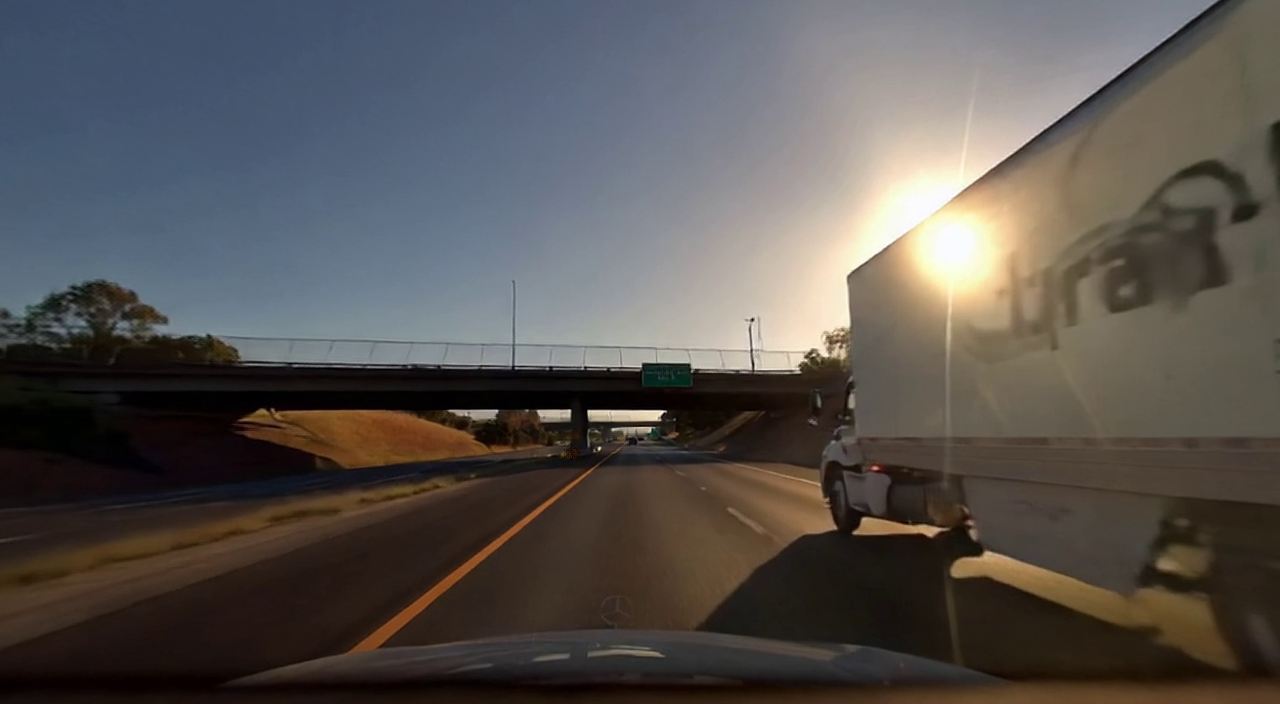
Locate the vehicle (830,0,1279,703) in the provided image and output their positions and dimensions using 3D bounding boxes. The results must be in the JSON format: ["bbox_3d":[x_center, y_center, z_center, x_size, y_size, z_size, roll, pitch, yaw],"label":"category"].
[{"bbox_3d":[3.497,0.174,3.219,2.702,3.193,7.196,-1,-8,0],"label":"vehicle"}]
